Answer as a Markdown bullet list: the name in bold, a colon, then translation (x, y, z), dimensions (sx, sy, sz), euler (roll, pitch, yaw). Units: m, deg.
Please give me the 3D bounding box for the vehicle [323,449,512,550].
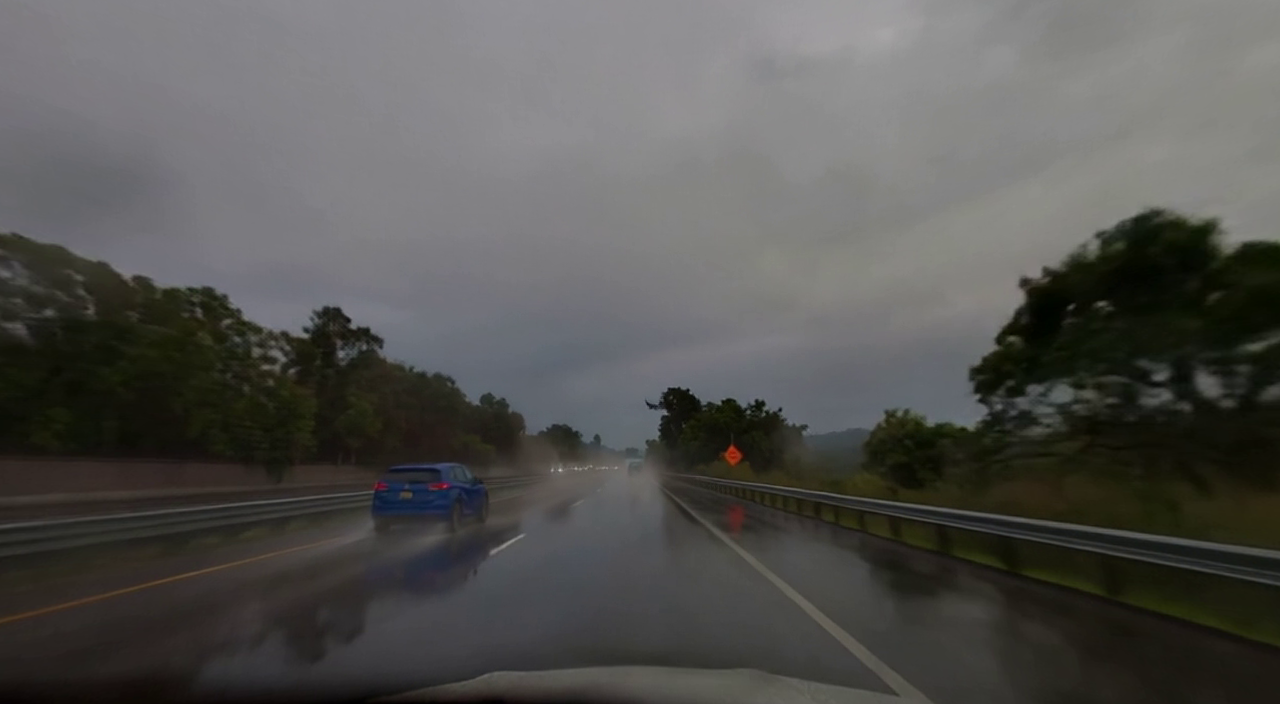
- **vehicle**: translation (-3.900, 2.687, 11.921), dimensions (2.017, 1.516, 4.041), euler (1, -11, 1)
